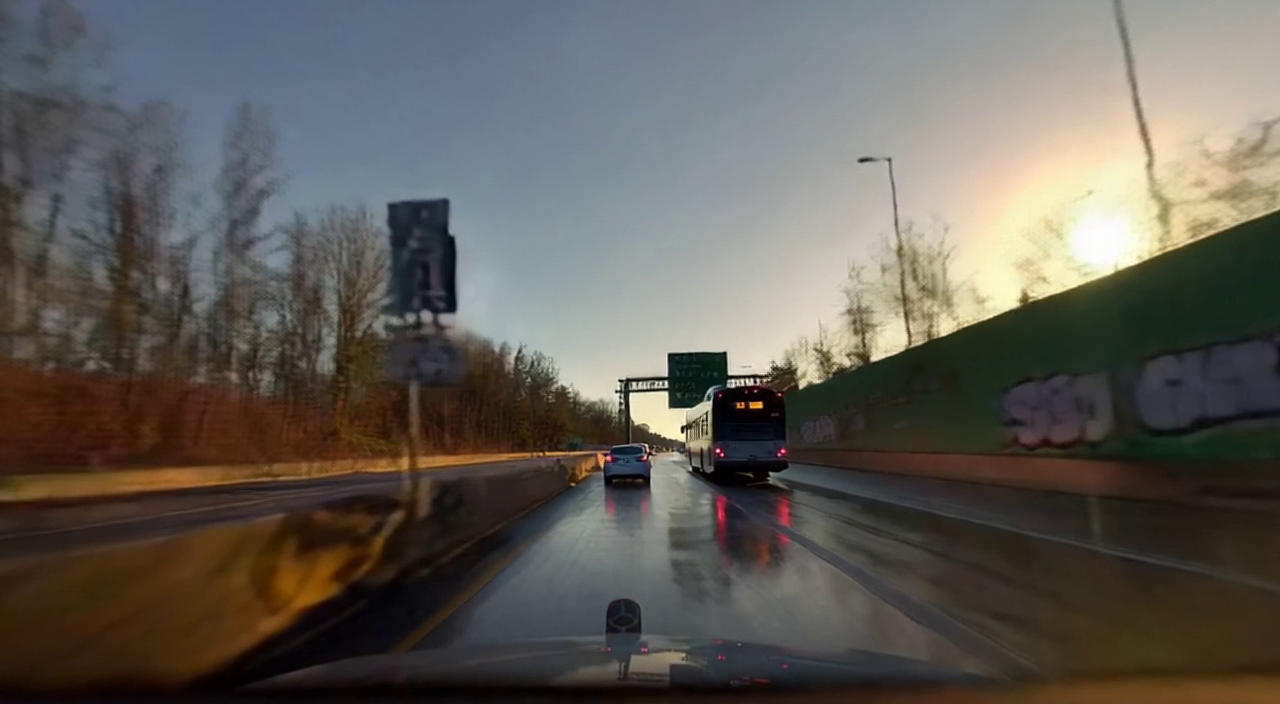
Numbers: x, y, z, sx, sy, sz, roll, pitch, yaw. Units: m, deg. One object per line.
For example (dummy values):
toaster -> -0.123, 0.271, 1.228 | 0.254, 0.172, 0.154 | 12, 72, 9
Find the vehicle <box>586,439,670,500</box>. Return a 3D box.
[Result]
vehicle -> -0.286, 3.369, 18.352 | 2.160, 1.532, 4.073 | -1, -9, 1

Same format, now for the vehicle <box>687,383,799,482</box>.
vehicle -> 4.116, 3.828, 28.531 | 3.055, 3.479, 12.521 | -1, -9, 1
